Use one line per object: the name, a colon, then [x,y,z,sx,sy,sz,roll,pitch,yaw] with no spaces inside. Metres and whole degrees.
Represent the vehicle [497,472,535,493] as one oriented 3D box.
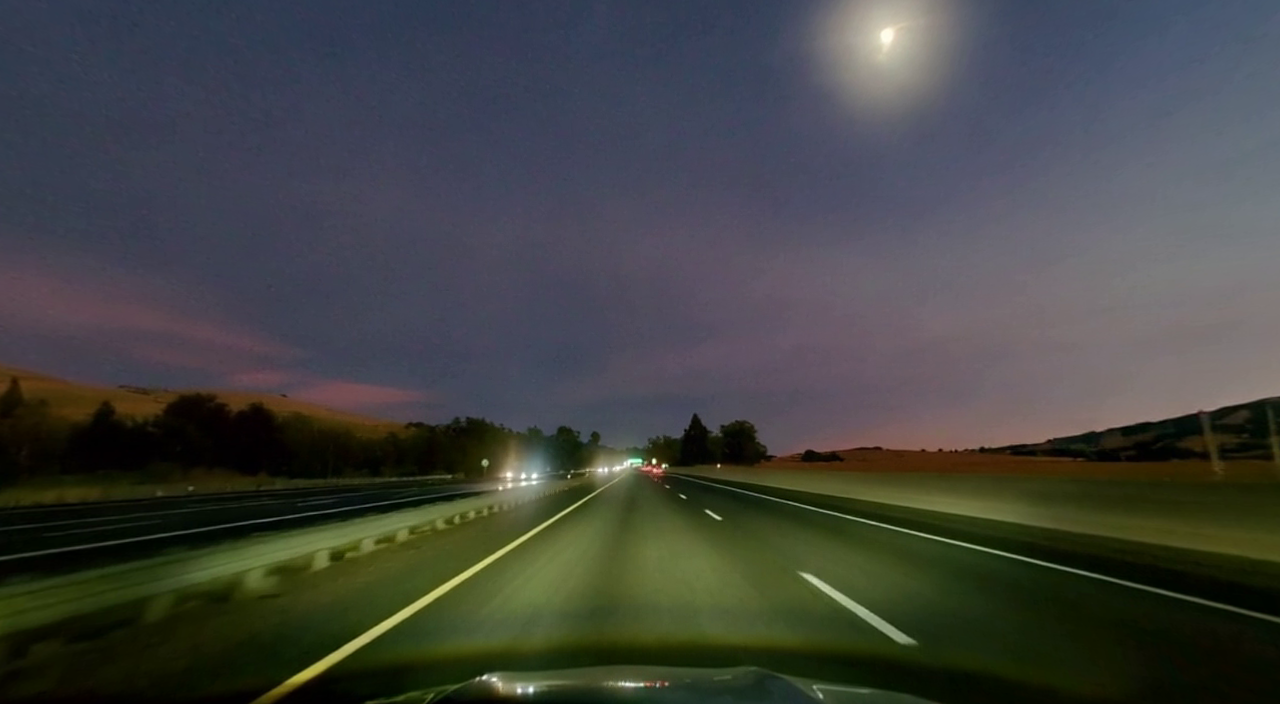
vehicle: [-8.697,9.165,44.427,1.755,1.379,3.676,0,-10,2]
